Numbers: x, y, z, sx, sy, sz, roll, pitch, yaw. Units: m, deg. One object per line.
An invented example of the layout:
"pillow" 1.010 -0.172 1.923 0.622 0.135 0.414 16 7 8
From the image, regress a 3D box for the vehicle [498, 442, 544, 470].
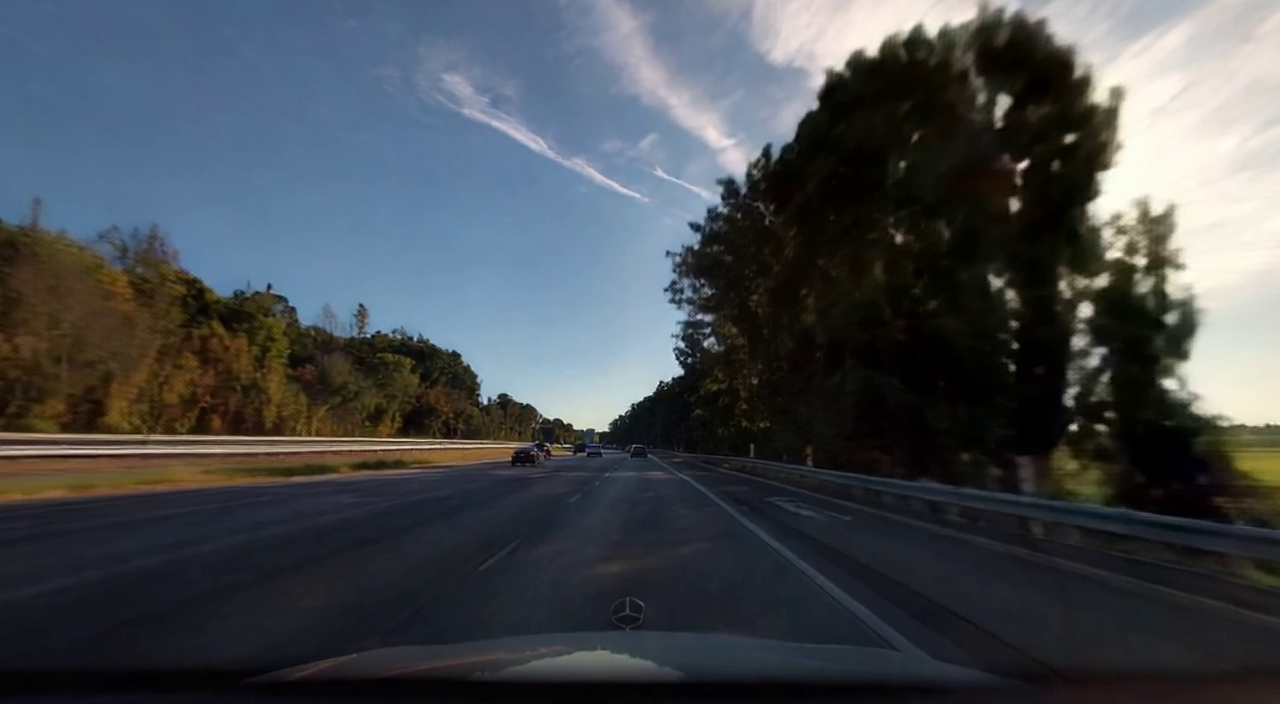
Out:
"vehicle" -7.171 6.265 38.328 1.972 1.603 3.891 0 -8 0
